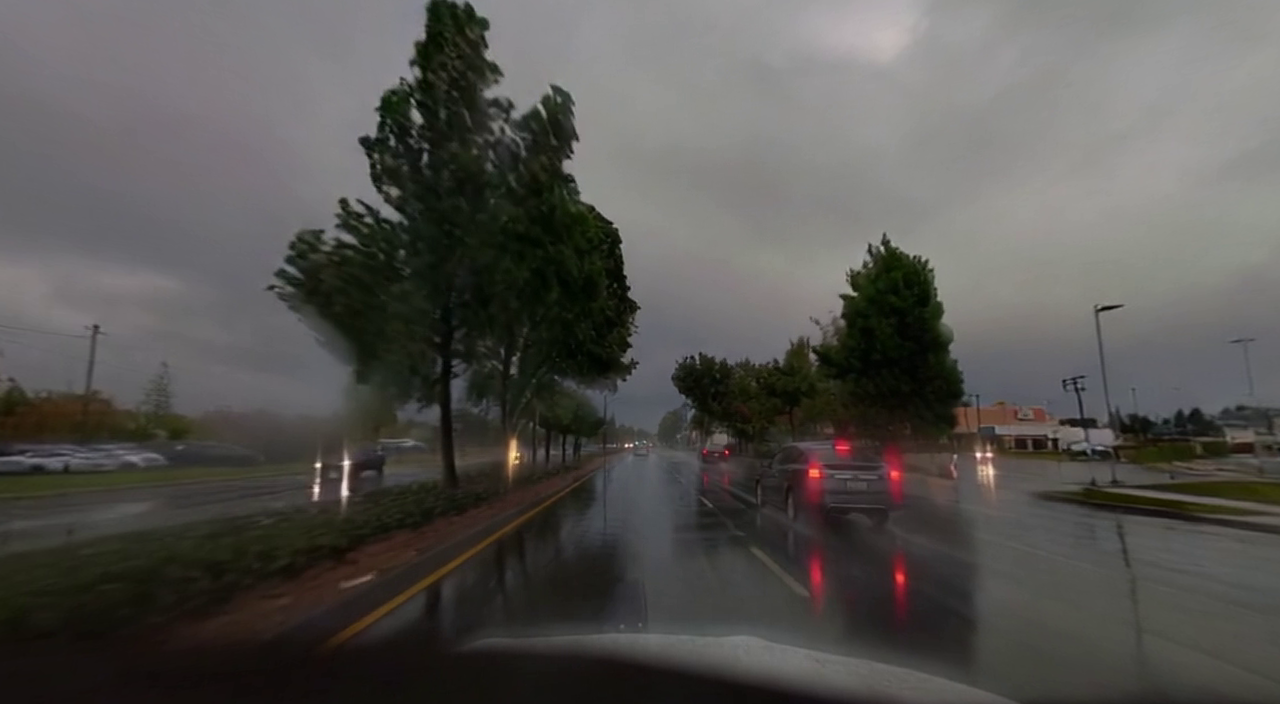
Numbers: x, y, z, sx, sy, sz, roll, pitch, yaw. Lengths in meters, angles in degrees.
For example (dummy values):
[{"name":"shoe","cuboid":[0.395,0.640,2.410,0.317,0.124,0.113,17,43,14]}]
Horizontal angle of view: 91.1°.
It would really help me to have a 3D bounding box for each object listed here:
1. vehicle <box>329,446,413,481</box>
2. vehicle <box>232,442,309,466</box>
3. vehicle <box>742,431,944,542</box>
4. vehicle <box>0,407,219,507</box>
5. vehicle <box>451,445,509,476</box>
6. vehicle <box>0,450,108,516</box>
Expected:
[{"name":"vehicle","cuboid":[-12.336,5.121,29.099,1.878,1.470,4.477,0,-9,0]},{"name":"vehicle","cuboid":[-28.939,7.977,49.238,4.901,1.520,1.939,-4,-7,-1]},{"name":"vehicle","cuboid":[3.173,2.187,10.917,1.935,1.501,4.384,0,-9,-2]},{"name":"vehicle","cuboid":[-18.576,2.981,17.542,2.964,2.641,15.868,-2,-9,0]},{"name":"vehicle","cuboid":[-8.429,5.734,33.502,1.926,1.509,4.303,0,-9,1]},{"name":"vehicle","cuboid":[-15.383,3.047,14.657,1.862,1.460,4.677,0,-9,-1]}]
